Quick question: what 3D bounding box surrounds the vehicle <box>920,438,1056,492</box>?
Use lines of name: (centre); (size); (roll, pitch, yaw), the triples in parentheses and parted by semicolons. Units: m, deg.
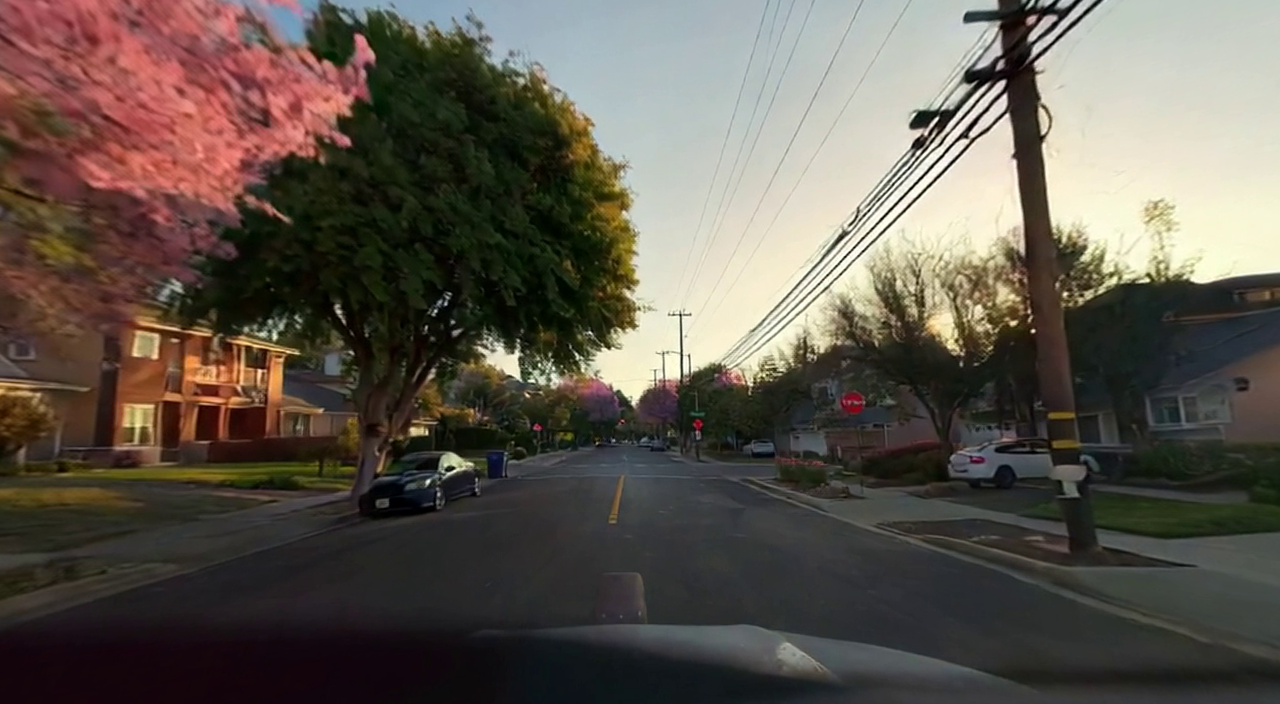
vehicle: (11.371, 3.697, 21.092); (1.881, 1.574, 4.670); (0, -8, 0)

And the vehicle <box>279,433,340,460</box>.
vehicle: (-19.790, 5.644, 37.753); (4.472, 1.492, 1.870); (-8, -12, 44)

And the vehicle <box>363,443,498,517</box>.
vehicle: (-5.038, 3.098, 15.954); (1.938, 1.508, 4.481); (0, -7, -1)
